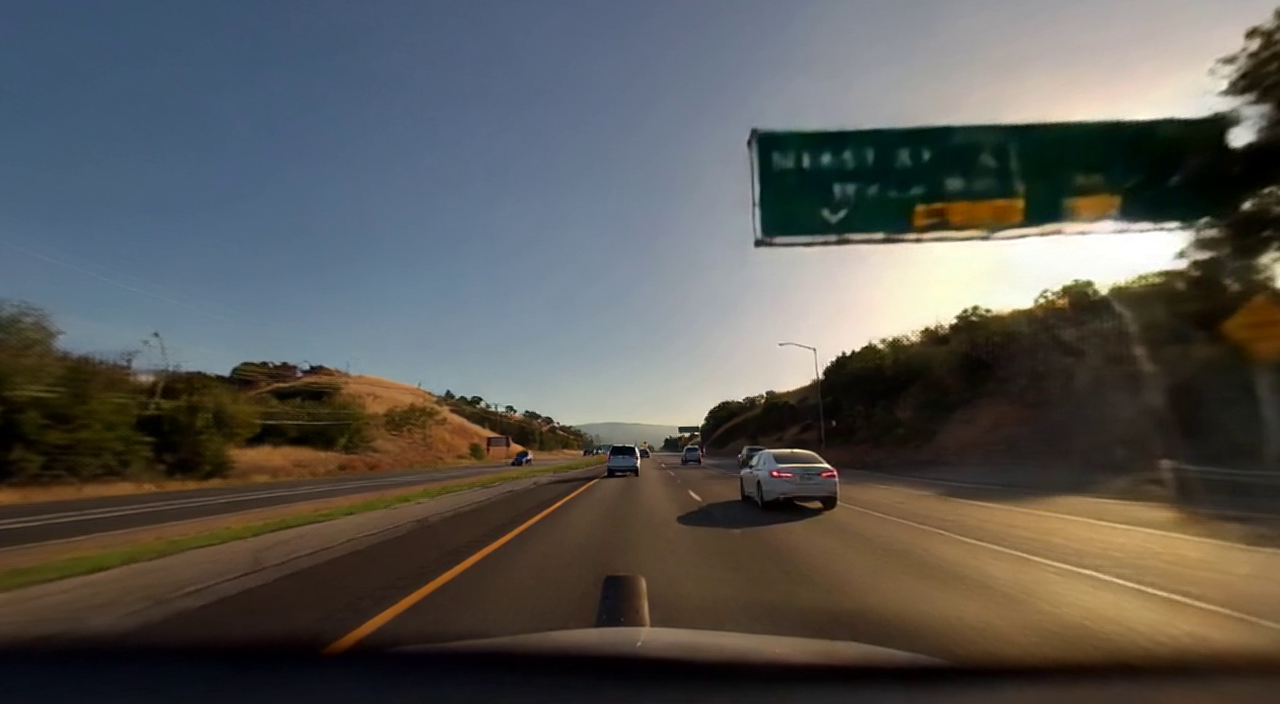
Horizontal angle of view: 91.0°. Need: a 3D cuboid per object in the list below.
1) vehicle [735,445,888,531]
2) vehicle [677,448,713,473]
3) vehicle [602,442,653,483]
[{"bbox_3d":[3.288,2.690,13.021,2.004,1.471,4.032,0,-9,0],"label":"vehicle"},{"bbox_3d":[3.613,7.233,42.171,2.047,1.540,4.294,0,-9,0],"label":"vehicle"},{"bbox_3d":[-0.506,5.011,28.896,2.142,1.724,4.344,0,-9,0],"label":"vehicle"}]
